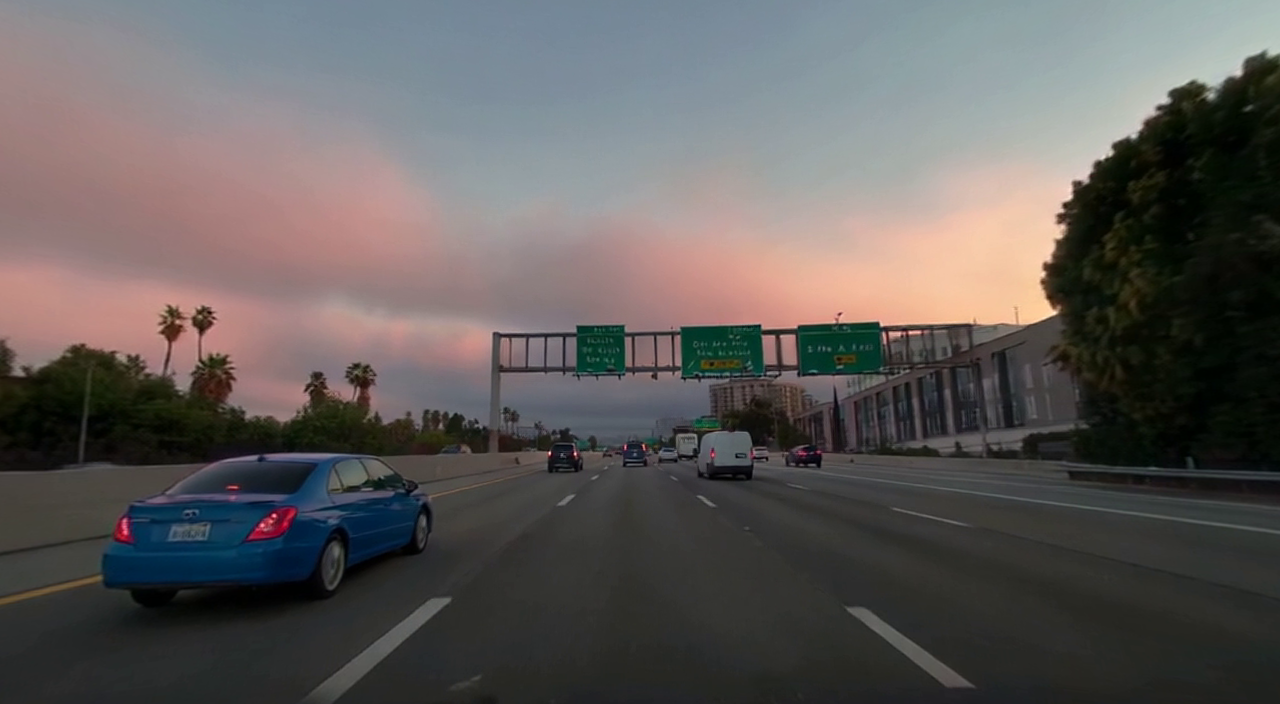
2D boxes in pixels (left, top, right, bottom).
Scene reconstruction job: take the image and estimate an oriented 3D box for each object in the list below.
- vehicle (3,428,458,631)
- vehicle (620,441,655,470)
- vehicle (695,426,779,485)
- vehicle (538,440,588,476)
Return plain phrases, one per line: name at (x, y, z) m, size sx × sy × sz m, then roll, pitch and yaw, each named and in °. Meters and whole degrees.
vehicle at (-3.633, 1.637, 6.870) m, size 1.991 × 1.469 × 4.381 m, roll 0°, pitch -9°, yaw 0°
vehicle at (-0.208, 6.756, 41.493) m, size 2.212 × 1.786 × 4.198 m, roll 0°, pitch -9°, yaw -1°
vehicle at (3.646, 4.062, 25.021) m, size 2.250 × 2.074 × 5.723 m, roll 0°, pitch -9°, yaw -2°
vehicle at (-4.082, 5.741, 34.411) m, size 2.109 × 1.793 × 4.613 m, roll 0°, pitch -9°, yaw 0°
